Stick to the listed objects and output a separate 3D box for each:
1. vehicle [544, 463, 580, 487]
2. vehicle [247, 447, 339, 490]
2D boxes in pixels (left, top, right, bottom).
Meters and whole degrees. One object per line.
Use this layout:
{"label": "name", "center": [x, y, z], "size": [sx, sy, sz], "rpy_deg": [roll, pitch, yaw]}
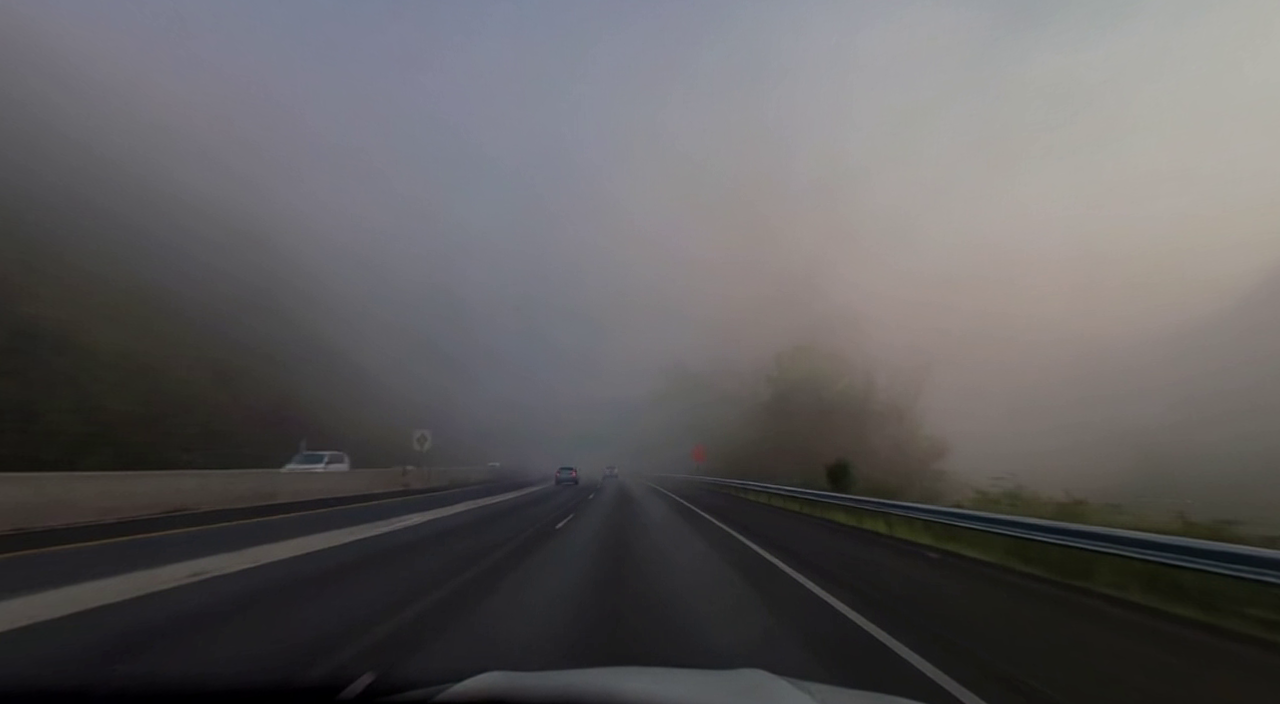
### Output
{"label": "vehicle", "center": [-5.340, 8.538, 43.756], "size": [2.115, 1.546, 4.638], "rpy_deg": [1, -10, -2]}
{"label": "vehicle", "center": [-18.152, 6.146, 33.310], "size": [2.054, 2.055, 4.995], "rpy_deg": [1, -10, -2]}
